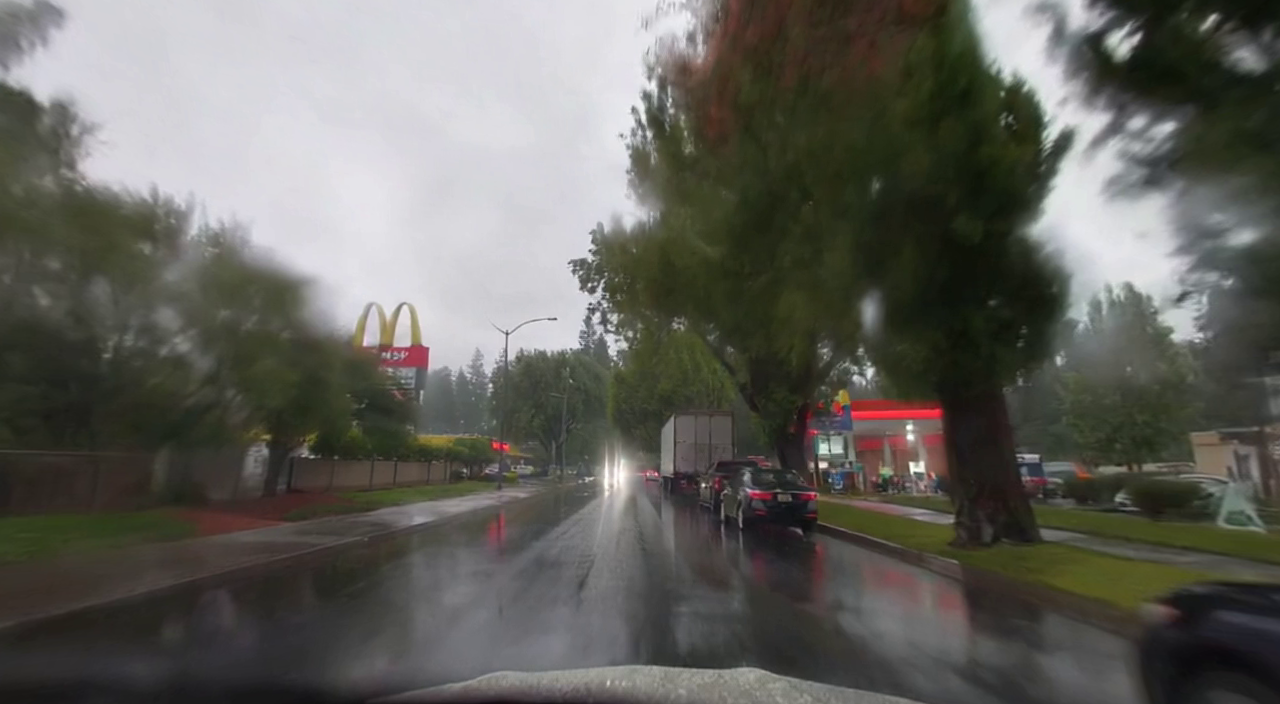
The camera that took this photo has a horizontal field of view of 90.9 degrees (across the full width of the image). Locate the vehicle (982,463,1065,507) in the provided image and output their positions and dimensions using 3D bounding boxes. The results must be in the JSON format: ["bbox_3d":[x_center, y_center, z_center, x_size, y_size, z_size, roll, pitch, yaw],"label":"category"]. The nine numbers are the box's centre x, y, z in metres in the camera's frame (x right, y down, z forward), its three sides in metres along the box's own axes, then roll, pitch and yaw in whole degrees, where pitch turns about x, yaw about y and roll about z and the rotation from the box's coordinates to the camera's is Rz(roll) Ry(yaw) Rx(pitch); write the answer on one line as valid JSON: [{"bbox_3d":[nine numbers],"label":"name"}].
[{"bbox_3d":[18.667,6.494,30.842,2.436,2.052,2.410,0,-11,2],"label":"vehicle"}]

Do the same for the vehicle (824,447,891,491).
[{"bbox_3d":[13.357,7.206,38.869,3.166,2.520,2.198,2,-11,-5],"label":"vehicle"}]

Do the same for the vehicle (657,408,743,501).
[{"bbox_3d":[2.889,5.838,35.154,2.990,4.098,13.928,1,-10,-2],"label":"vehicle"}]

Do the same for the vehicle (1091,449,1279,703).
[{"bbox_3d":[3.310,0.911,1.136,1.900,1.500,4.214,0,-10,1],"label":"vehicle"}]

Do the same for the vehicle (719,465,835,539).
[{"bbox_3d":[3.131,3.526,15.261,1.844,1.498,3.898,1,-10,-1],"label":"vehicle"}]
